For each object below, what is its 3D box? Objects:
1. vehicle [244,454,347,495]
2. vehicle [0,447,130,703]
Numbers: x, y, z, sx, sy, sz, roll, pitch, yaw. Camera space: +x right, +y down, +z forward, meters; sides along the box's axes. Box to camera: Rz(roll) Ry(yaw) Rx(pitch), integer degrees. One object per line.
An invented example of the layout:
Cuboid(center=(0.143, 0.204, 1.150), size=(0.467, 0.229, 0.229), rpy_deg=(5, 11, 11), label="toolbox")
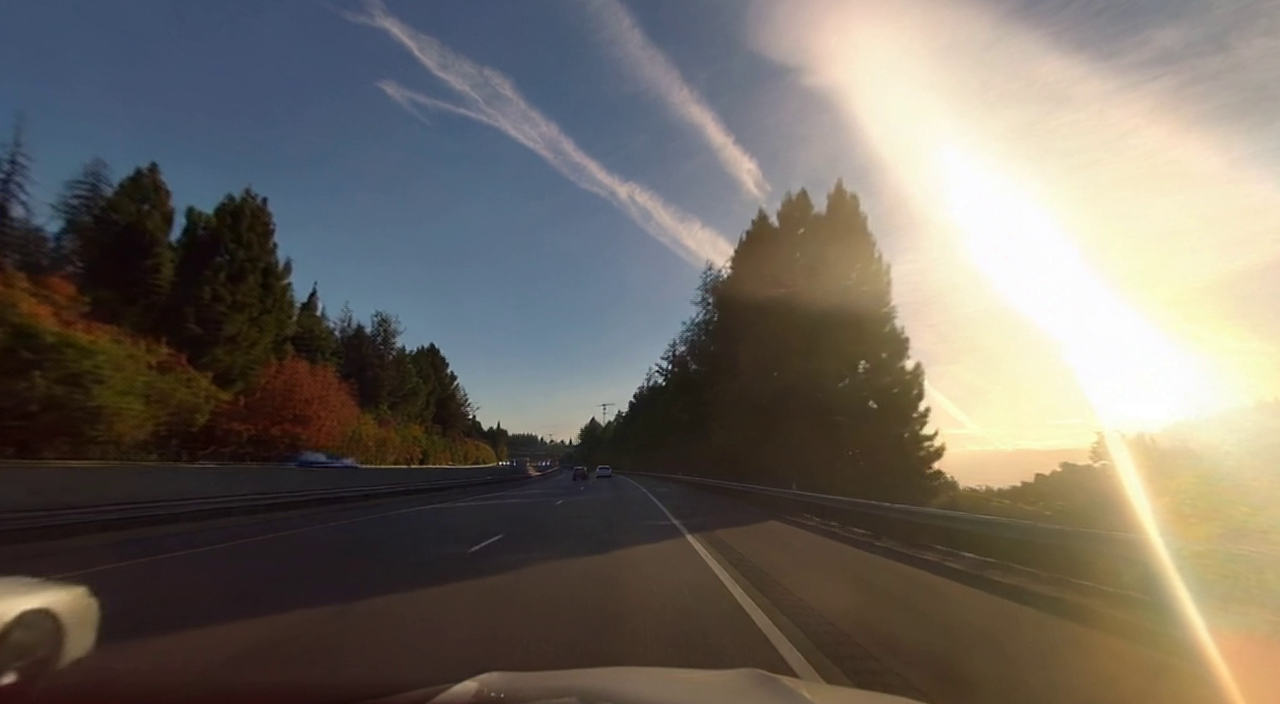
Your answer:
Cuboid(center=(-13.460, 4.826, 24.897), size=(1.853, 1.426, 3.982), rpy_deg=(1, -11, -1), label="vehicle")
Cuboid(center=(-4.699, 0.975, 1.942), size=(2.131, 1.485, 4.858), rpy_deg=(1, -11, 0), label="vehicle")
